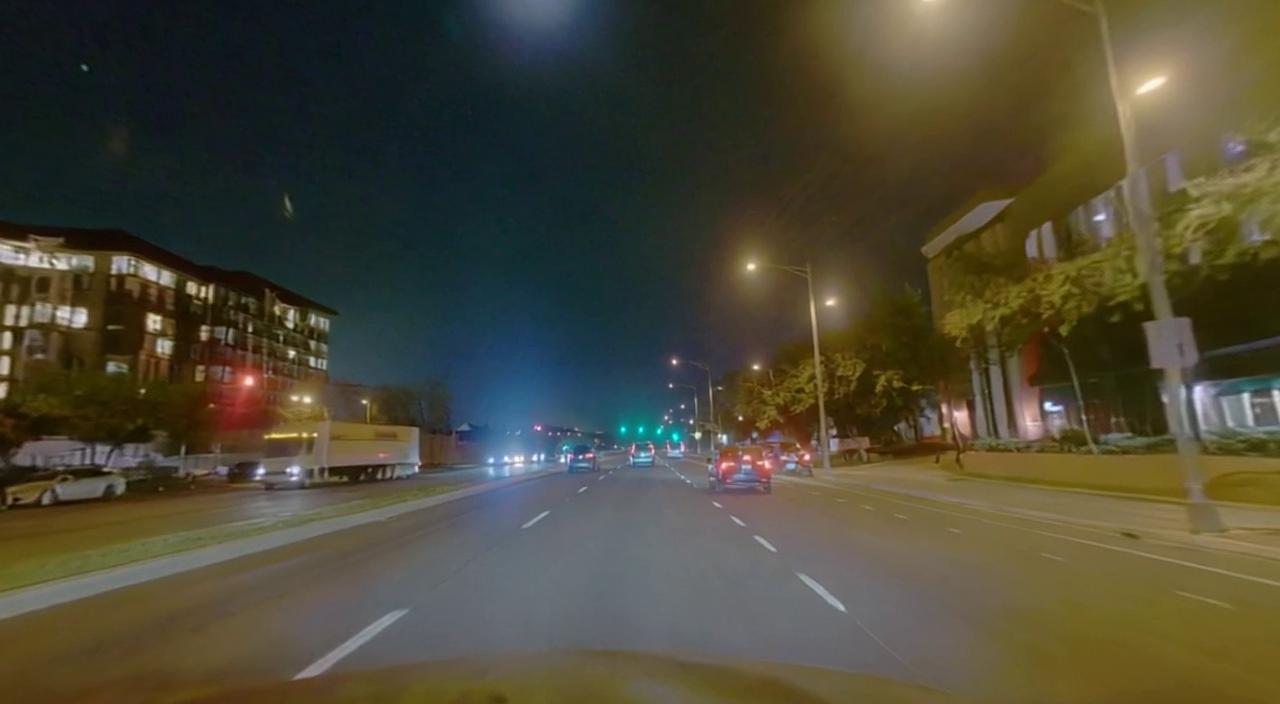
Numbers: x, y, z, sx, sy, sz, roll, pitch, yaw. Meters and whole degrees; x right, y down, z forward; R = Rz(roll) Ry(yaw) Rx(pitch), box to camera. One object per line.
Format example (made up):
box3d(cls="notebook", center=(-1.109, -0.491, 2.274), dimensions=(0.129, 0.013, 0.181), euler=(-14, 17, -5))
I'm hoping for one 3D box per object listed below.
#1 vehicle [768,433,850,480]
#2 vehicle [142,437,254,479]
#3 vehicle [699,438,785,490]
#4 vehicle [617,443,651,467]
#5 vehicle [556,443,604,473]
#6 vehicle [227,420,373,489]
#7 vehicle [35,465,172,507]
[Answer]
box3d(cls="vehicle", center=(6.922, 4.357, 26.458), dimensions=(2.023, 1.758, 4.795), euler=(0, -9, -1))
box3d(cls="vehicle", center=(-31.594, 7.587, 45.213), dimensions=(6.185, 2.849, 2.291), euler=(0, -9, -1))
box3d(cls="vehicle", center=(3.237, 3.651, 20.886), dimensions=(1.990, 1.486, 4.431), euler=(0, -9, -1))
box3d(cls="vehicle", center=(-0.380, 6.720, 41.386), dimensions=(2.101, 1.480, 3.929), euler=(0, -9, 0))
box3d(cls="vehicle", center=(-3.174, 5.741, 34.311), dimensions=(2.082, 1.467, 4.379), euler=(-1, -9, 1))
box3d(cls="vehicle", center=(-19.063, 5.827, 36.365), dimensions=(2.995, 3.396, 9.534), euler=(0, -9, 0))
box3d(cls="vehicle", center=(-22.572, 5.602, 26.795), dimensions=(1.871, 1.471, 4.482), euler=(0, -9, 0))
